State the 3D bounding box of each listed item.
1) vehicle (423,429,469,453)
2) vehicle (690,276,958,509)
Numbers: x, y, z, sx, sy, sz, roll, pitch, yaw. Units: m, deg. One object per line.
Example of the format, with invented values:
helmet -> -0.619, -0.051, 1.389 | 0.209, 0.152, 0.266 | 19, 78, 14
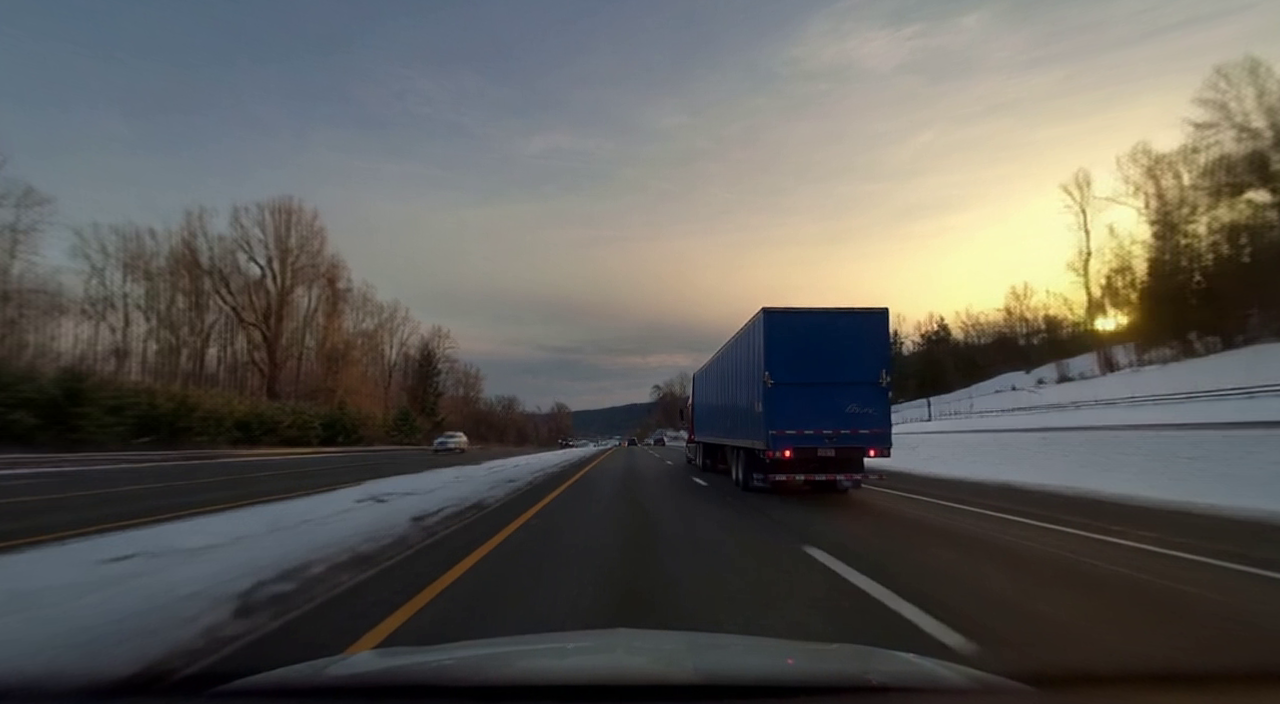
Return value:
vehicle -> -13.291, 6.101, 43.225 | 1.878, 1.556, 4.128 | 0, -8, -1
vehicle -> 3.994, 1.836, 20.024 | 3.203, 4.273, 17.131 | 0, -8, -1
